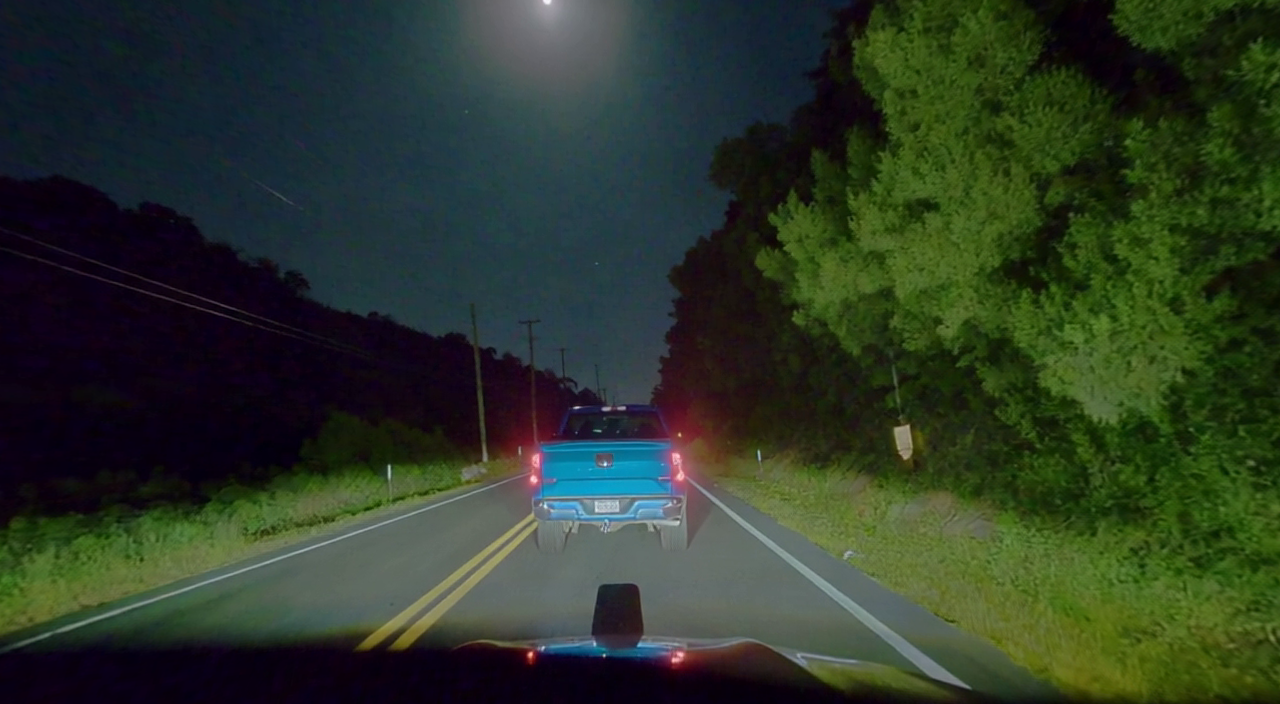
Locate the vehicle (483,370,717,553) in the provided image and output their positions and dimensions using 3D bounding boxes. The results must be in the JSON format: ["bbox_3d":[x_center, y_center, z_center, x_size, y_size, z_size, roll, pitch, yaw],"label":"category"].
[{"bbox_3d":[-0.527,1.763,10.727,2.837,2.223,5.885,0,-8,-1],"label":"vehicle"}]
